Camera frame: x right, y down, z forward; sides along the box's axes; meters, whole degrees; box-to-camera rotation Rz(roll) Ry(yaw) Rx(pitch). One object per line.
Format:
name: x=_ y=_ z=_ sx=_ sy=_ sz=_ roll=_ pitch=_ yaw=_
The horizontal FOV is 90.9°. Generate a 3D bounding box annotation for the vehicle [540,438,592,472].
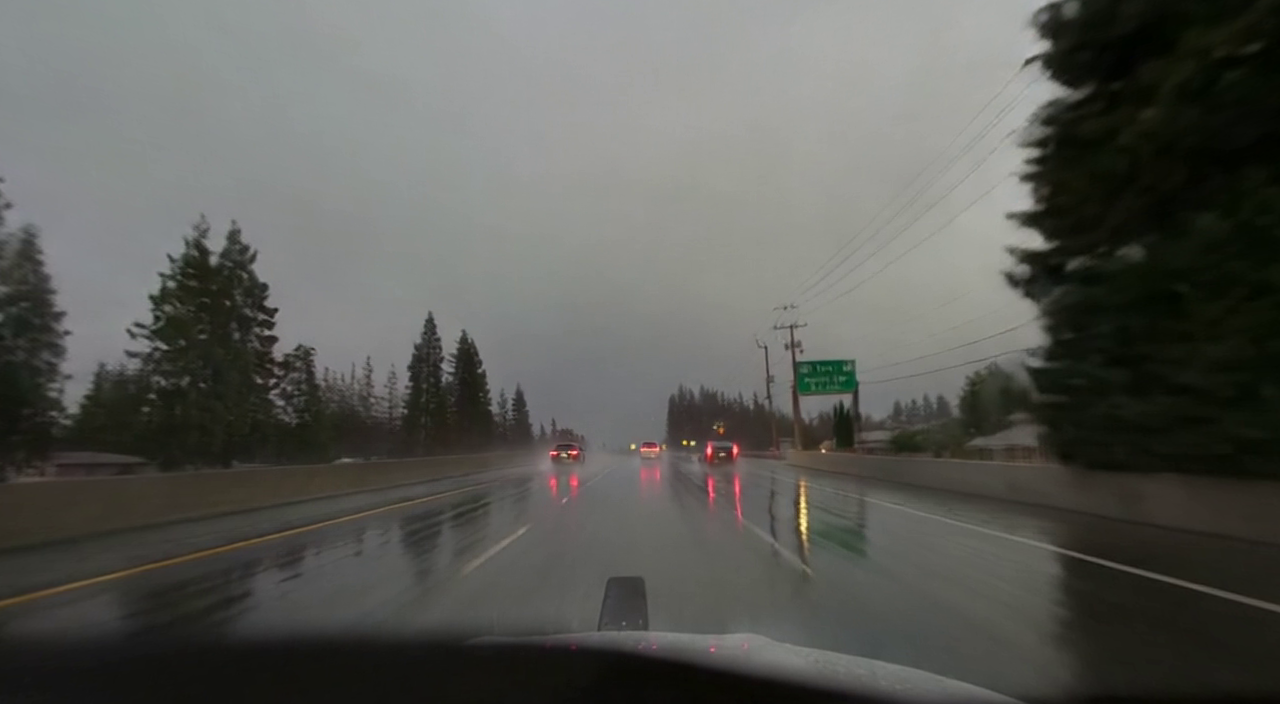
vehicle: x=-4.025 y=5.702 z=35.111 sx=2.217 sy=1.773 sz=4.553 roll=0 pitch=-8 yaw=1

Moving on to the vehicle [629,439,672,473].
vehicle: x=0.509 y=5.341 z=32.601 sx=2.049 sy=1.620 sz=4.153 roll=0 pitch=-8 yaw=0

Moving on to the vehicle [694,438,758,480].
vehicle: x=3.429 y=4.323 z=25.856 sx=1.996 sy=1.579 sz=3.841 roll=0 pitch=-8 yaw=-1
